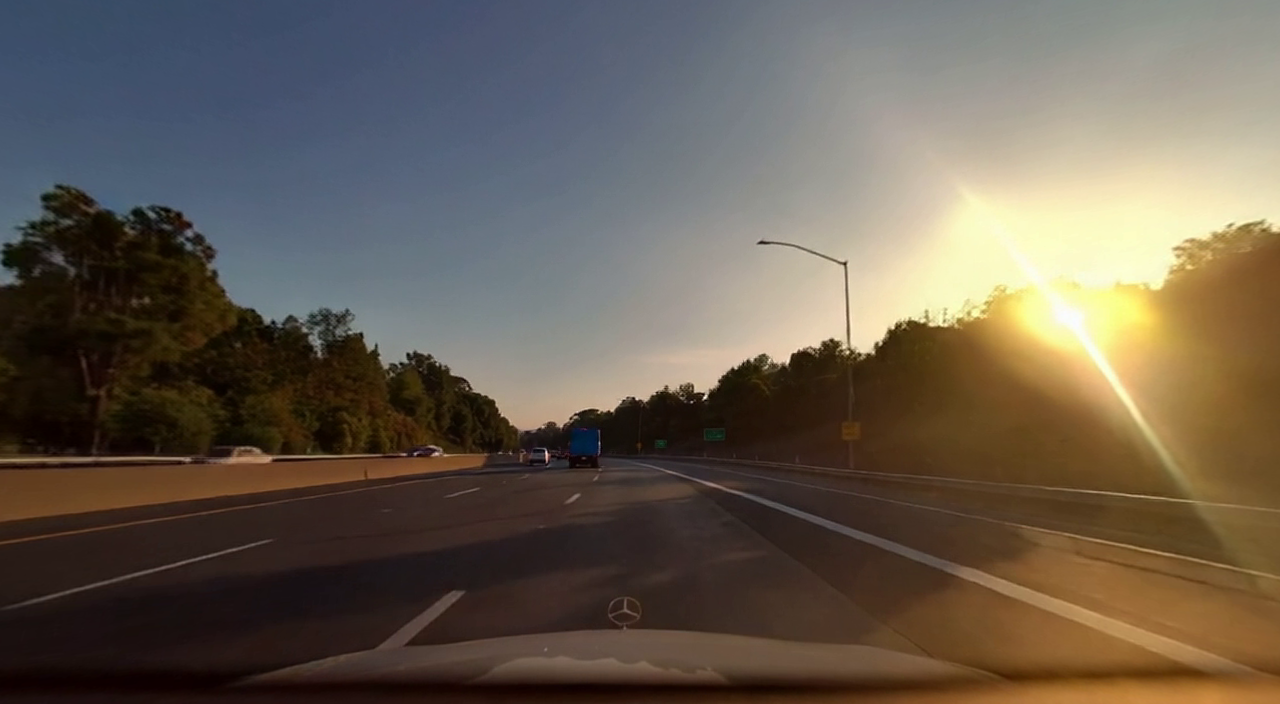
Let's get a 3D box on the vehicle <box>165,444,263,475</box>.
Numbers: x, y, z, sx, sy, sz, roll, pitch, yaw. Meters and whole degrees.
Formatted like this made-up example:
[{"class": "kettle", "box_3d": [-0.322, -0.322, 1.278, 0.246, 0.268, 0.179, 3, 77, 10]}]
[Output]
[{"class": "vehicle", "box_3d": [-22.210, 5.582, 33.162, 1.994, 1.484, 4.733, 0, -8, -2]}]
